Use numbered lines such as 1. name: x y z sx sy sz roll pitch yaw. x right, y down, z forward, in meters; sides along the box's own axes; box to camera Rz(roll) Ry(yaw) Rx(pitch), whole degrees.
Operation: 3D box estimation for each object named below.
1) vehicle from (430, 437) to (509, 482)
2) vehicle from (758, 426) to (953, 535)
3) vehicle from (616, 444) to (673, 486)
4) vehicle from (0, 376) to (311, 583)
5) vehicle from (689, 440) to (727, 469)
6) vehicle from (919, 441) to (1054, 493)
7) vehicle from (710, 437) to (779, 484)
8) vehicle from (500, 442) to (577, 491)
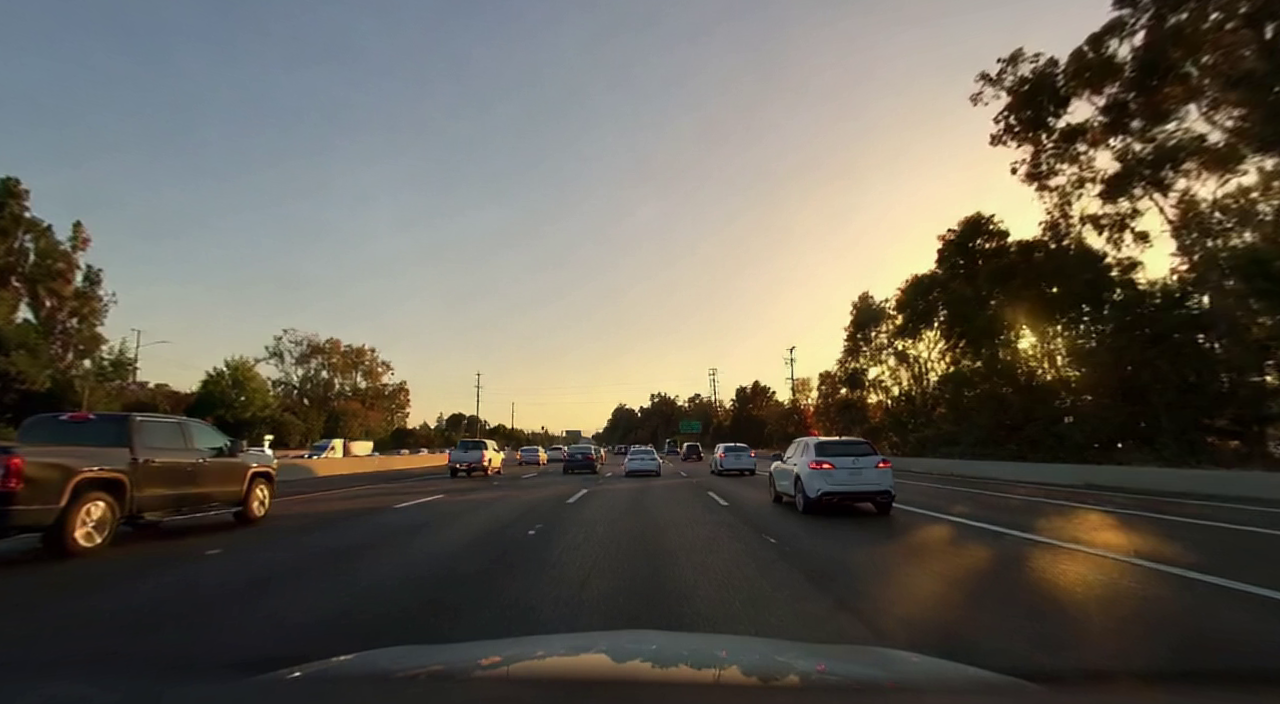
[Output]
1. vehicle: -6.912 4.399 26.078 1.978 1.680 4.263 0 -9 1
2. vehicle: 3.626 2.245 11.623 2.051 1.595 4.301 0 -9 0
3. vehicle: 0.167 4.233 23.989 1.966 1.444 3.986 0 -9 1
4. vehicle: -7.119 1.573 8.399 2.269 1.936 5.777 0 -9 1
5. vehicle: 4.517 6.912 42.682 2.195 1.778 4.455 0 -9 1
6. vehicle: 11.080 3.680 20.605 1.816 1.480 4.468 0 -9 0
7. vehicle: 4.067 4.291 25.282 2.002 1.691 4.290 0 -9 0
8. vehicle: -3.347 3.871 21.717 1.904 1.479 4.274 0 -9 1
